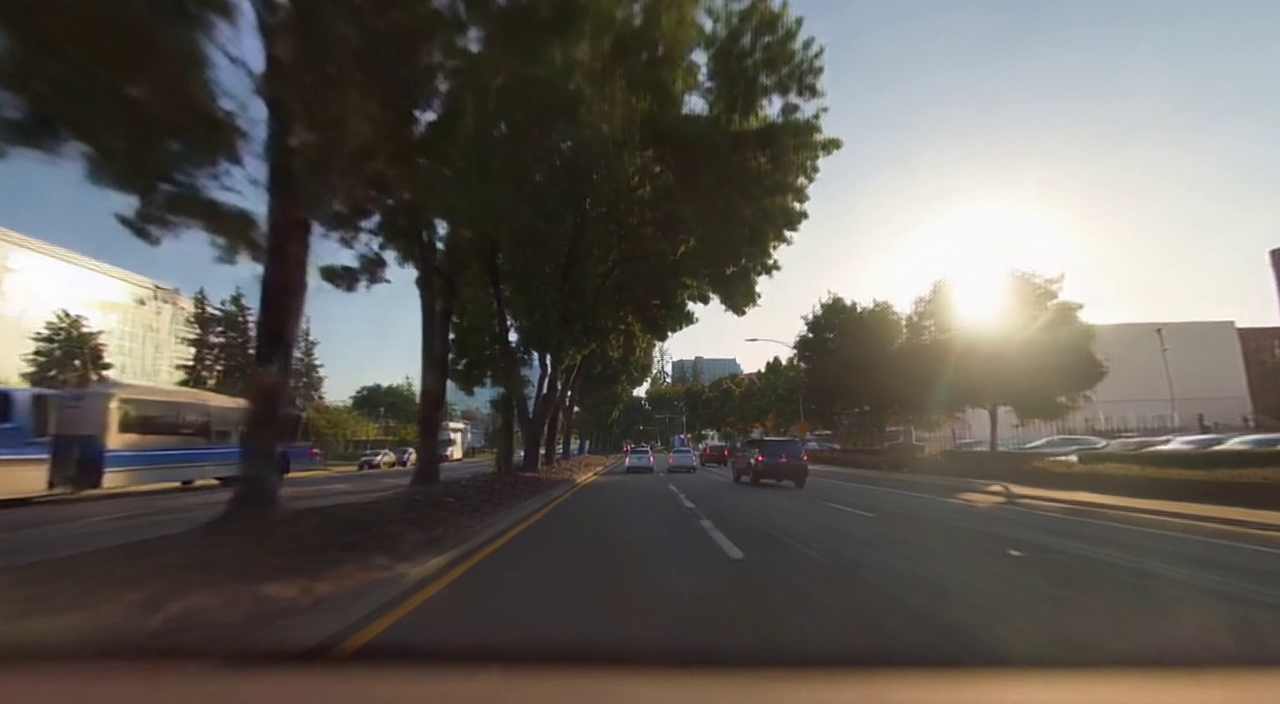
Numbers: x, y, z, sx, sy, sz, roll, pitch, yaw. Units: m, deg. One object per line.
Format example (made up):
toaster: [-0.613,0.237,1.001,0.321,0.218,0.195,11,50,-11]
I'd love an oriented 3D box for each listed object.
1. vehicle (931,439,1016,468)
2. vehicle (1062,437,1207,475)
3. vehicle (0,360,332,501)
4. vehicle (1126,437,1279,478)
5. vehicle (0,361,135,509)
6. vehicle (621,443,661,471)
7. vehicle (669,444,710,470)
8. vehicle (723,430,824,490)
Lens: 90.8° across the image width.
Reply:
vehicle: [20.904,6.347,39.659,4.162,1.546,2.051,-1,-7,-5]
vehicle: [20.217,4.255,25.946,4.360,1.383,1.960,-1,-8,-3]
vehicle: [-18.879,3.569,27.040,3.207,4.202,16.118,-1,-9,0]
vehicle: [20.867,3.877,23.352,4.176,1.386,1.865,0,-8,0]
vehicle: [-19.106,2.253,17.216,2.999,4.017,8.806,0,-9,2]
vehicle: [0.044,5.666,34.216,2.056,1.440,3.798,0,-9,0]
vehicle: [2.831,6.093,36.865,1.970,1.402,3.756,0,-9,-1]
vehicle: [4.404,3.657,21.710,2.140,1.811,4.593,1,-9,-4]
